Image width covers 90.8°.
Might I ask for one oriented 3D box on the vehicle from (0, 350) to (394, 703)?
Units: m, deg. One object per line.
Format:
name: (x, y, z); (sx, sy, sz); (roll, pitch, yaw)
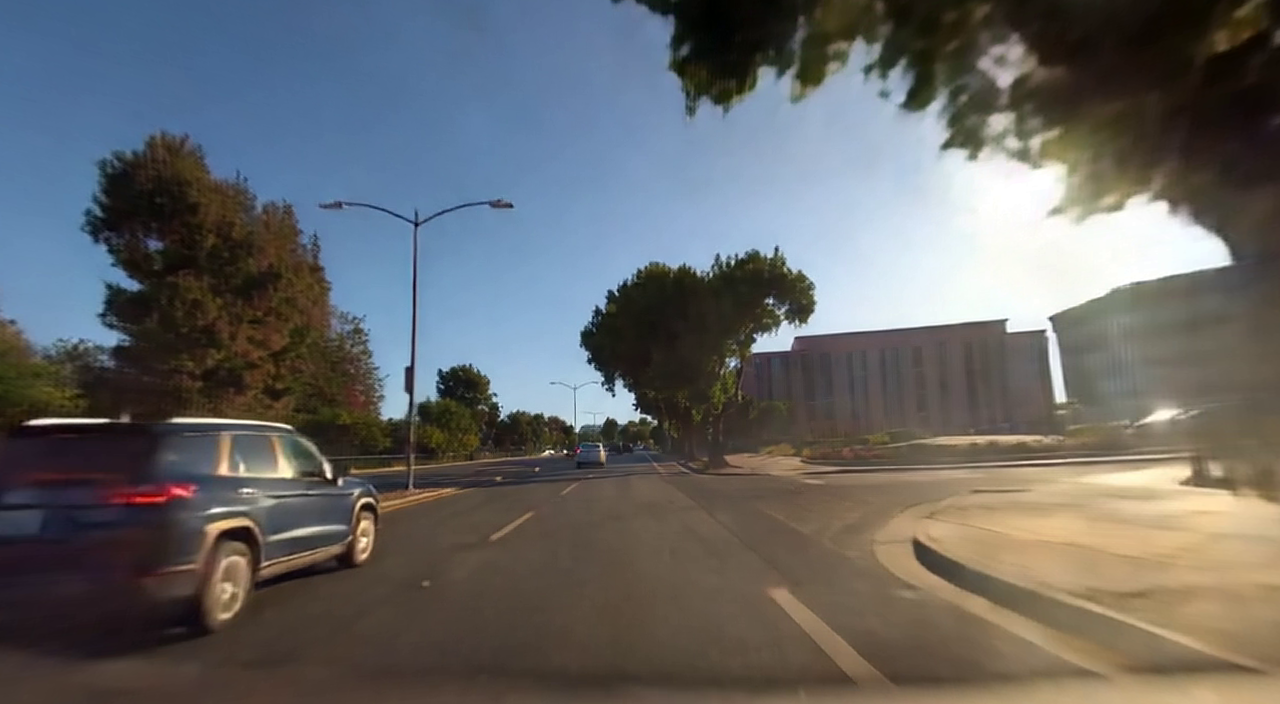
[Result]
vehicle: (-3.816, 1.115, 4.476); (2.202, 1.685, 4.772); (0, -8, 0)

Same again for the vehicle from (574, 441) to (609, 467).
vehicle: (-3.533, 7.530, 46.794); (2.179, 1.771, 4.267); (0, -8, 1)
